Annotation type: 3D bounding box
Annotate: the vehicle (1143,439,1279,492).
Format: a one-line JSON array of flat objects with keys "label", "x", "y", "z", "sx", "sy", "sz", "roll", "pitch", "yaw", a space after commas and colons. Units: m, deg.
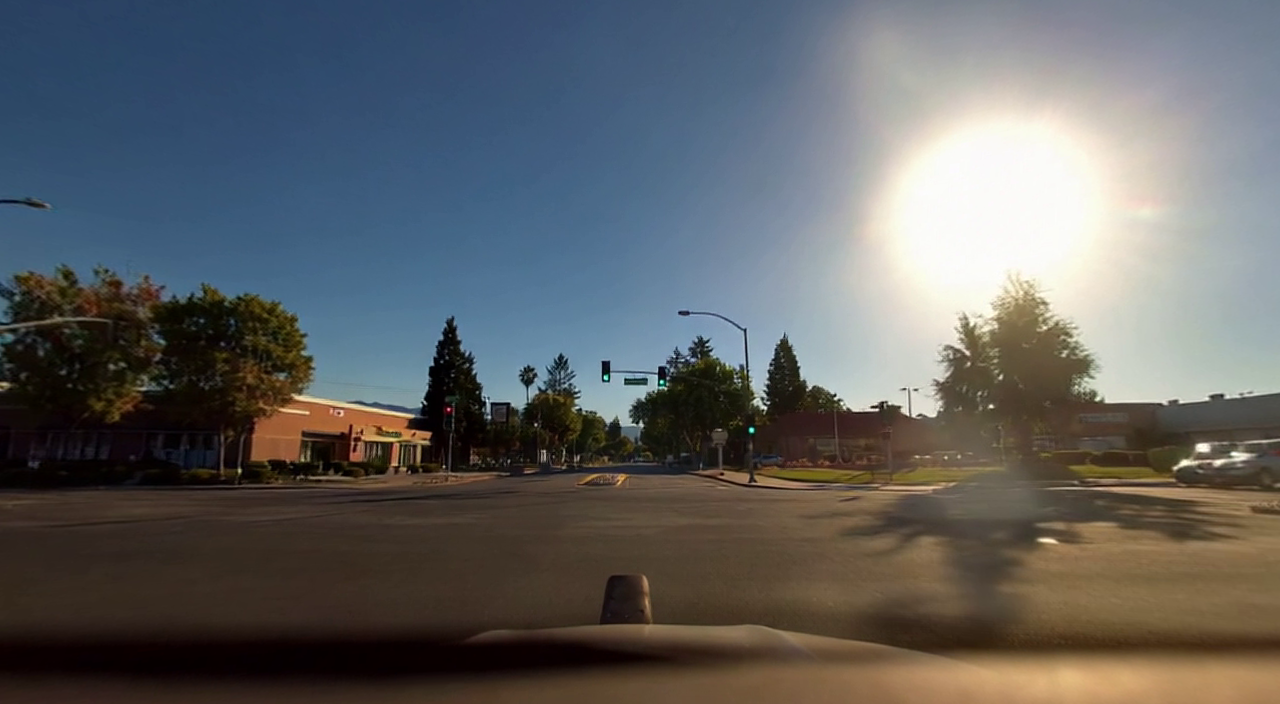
[{"label": "vehicle", "x": 20.194, "y": 3.826, "z": 21.393, "sx": 4.483, "sy": 1.691, "sz": 1.949, "roll": 0, "pitch": -8, "yaw": 0}]
